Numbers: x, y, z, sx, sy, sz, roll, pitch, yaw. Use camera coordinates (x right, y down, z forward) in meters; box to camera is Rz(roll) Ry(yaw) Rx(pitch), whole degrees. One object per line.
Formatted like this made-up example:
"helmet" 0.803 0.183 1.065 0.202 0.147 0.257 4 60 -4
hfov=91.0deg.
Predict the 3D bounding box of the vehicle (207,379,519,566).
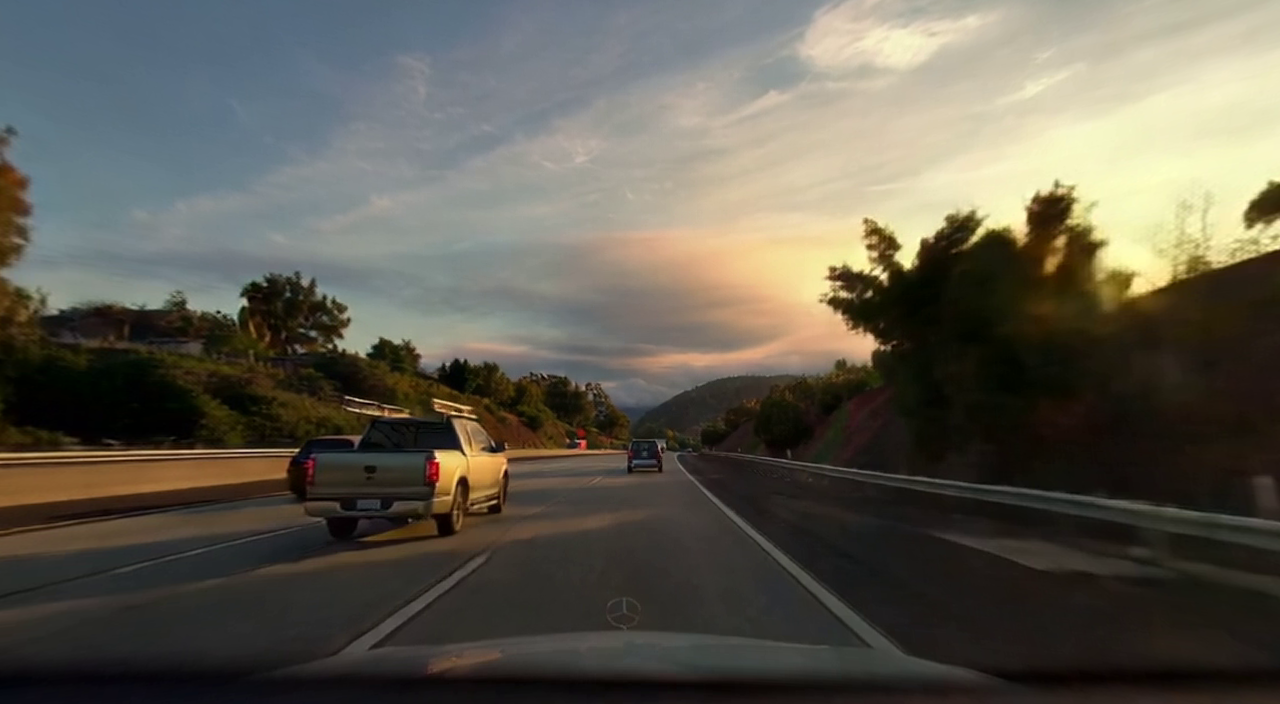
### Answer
"vehicle" -3.373 1.626 9.103 2.250 1.947 4.860 0 -9 0

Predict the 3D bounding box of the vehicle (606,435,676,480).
"vehicle" 0.110 4.432 26.780 2.715 1.669 5.163 0 -9 2
